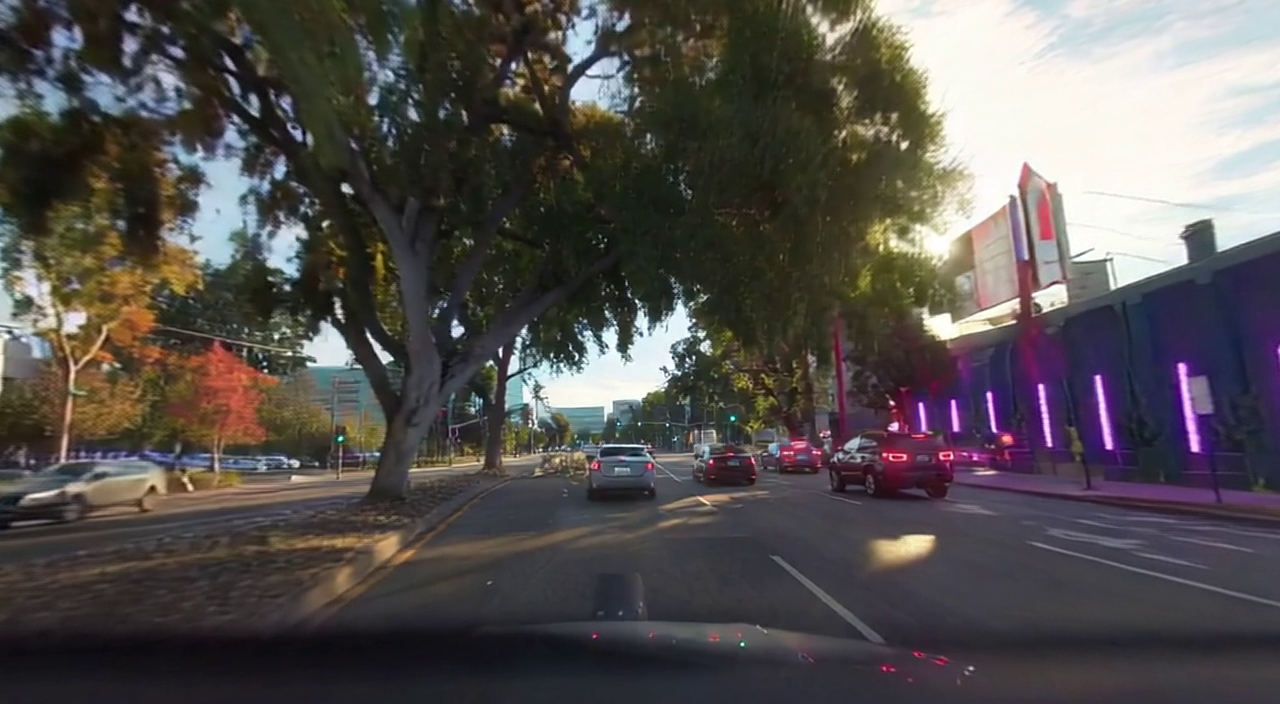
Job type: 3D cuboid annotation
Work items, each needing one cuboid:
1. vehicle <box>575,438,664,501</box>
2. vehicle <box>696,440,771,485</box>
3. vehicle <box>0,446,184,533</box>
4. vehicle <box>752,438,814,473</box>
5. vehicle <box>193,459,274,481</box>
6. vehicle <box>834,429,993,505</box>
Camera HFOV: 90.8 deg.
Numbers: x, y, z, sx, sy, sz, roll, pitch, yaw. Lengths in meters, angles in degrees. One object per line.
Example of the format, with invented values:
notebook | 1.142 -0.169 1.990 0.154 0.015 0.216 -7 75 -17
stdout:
vehicle | -0.661 3.090 17.013 2.101 1.444 4.248 0 -9 -5
vehicle | 3.316 4.023 23.346 1.993 1.477 4.240 0 -9 -2
vehicle | -12.062 2.805 13.409 1.934 1.491 3.684 -1 -8 1
vehicle | 7.276 5.316 32.599 2.025 1.666 4.448 0 -9 -1
vehicle | -28.187 8.188 43.903 4.346 1.435 1.909 -1 -9 3
vehicle | 7.058 3.014 17.027 2.052 1.708 4.842 0 -9 -1
